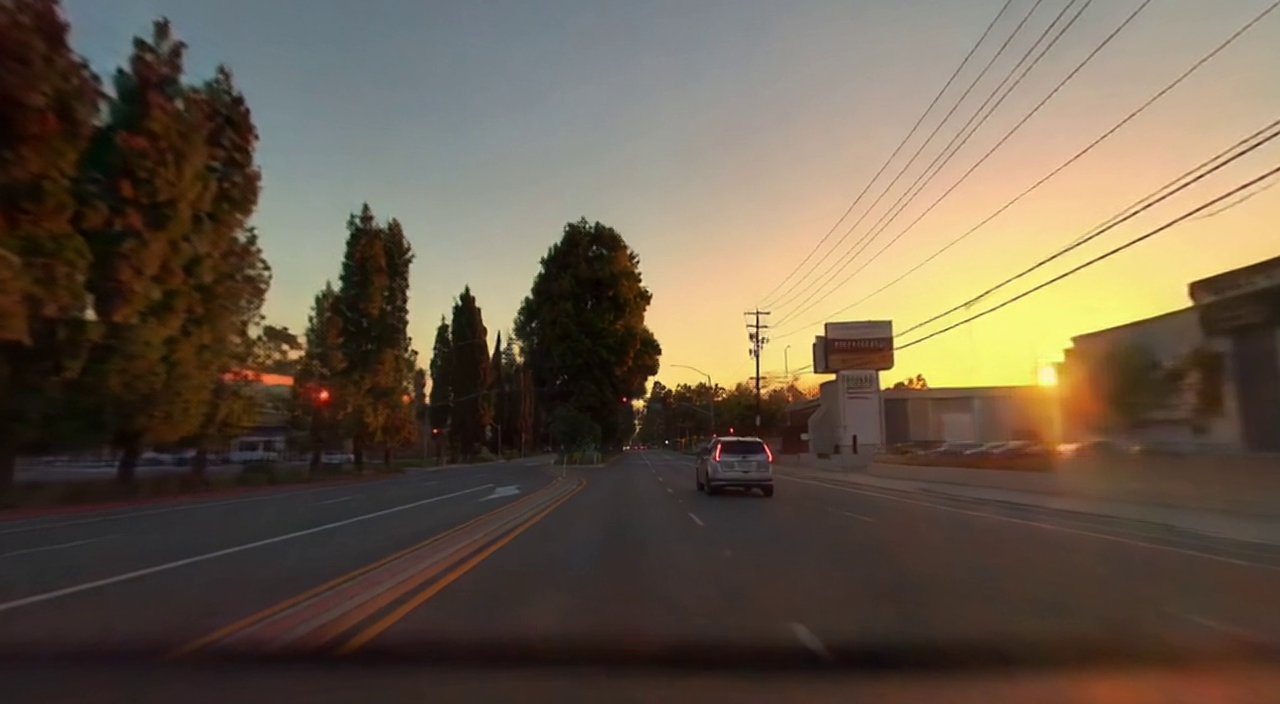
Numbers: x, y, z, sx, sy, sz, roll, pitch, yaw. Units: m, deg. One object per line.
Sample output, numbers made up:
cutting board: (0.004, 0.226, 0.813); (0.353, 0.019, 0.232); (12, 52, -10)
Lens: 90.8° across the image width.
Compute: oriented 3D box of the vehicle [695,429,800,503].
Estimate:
vehicle: (2.883, 3.224, 18.133); (2.060, 1.820, 4.713); (0, -9, -2)
